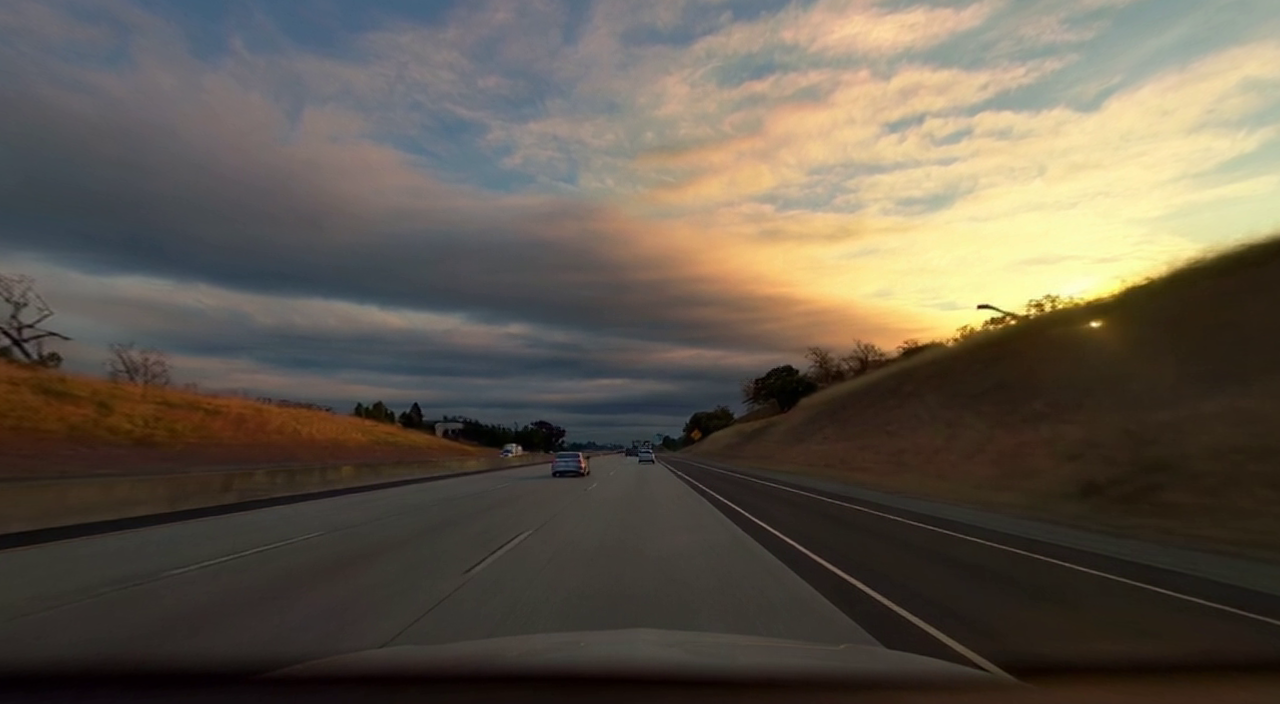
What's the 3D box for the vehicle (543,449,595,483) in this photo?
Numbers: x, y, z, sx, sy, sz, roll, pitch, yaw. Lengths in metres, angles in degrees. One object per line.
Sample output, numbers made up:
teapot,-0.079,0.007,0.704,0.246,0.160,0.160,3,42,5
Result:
vehicle,-3.324,5.444,30.327,1.978,1.498,4.080,0,-9,0
